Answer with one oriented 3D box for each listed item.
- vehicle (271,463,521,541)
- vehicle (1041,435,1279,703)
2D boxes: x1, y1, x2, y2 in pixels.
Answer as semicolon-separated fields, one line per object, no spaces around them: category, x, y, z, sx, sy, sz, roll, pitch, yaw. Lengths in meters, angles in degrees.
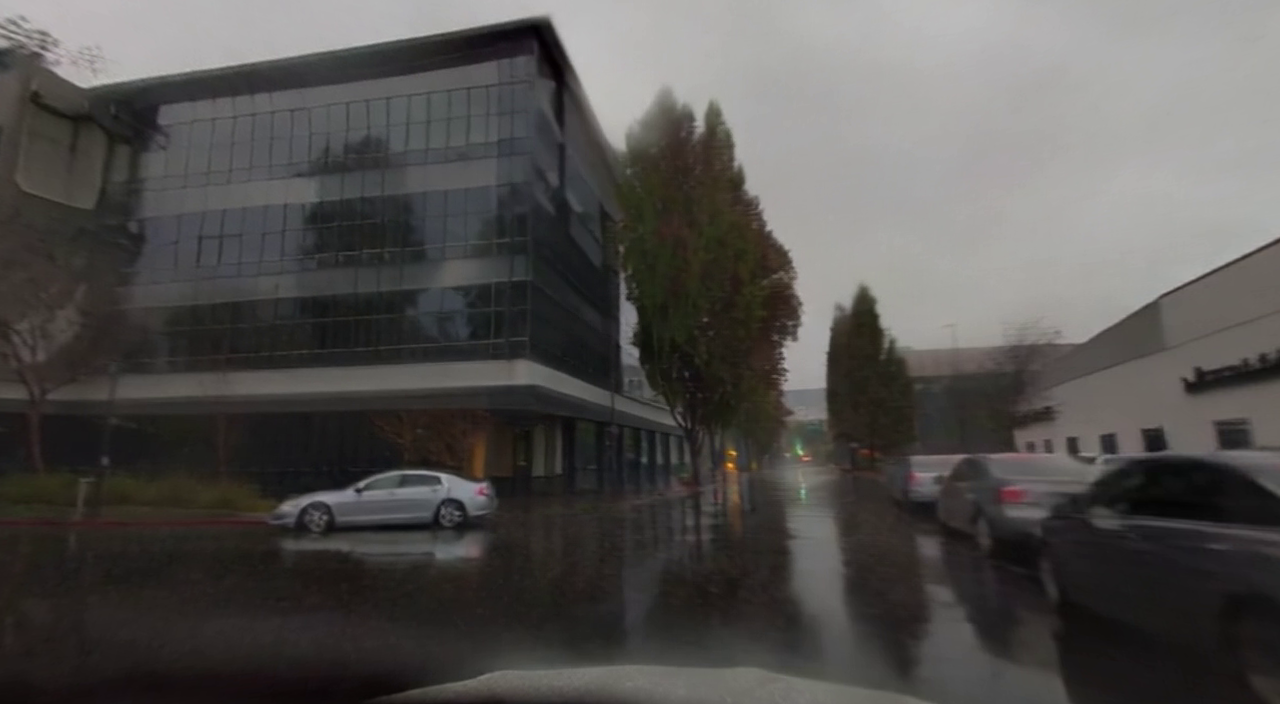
vehicle;-5.278;3.246;13.957;4.770;1.448;1.983;6;-12;-26
vehicle;4.434;1.268;3.743;2.073;1.434;3.899;-1;-11;11
